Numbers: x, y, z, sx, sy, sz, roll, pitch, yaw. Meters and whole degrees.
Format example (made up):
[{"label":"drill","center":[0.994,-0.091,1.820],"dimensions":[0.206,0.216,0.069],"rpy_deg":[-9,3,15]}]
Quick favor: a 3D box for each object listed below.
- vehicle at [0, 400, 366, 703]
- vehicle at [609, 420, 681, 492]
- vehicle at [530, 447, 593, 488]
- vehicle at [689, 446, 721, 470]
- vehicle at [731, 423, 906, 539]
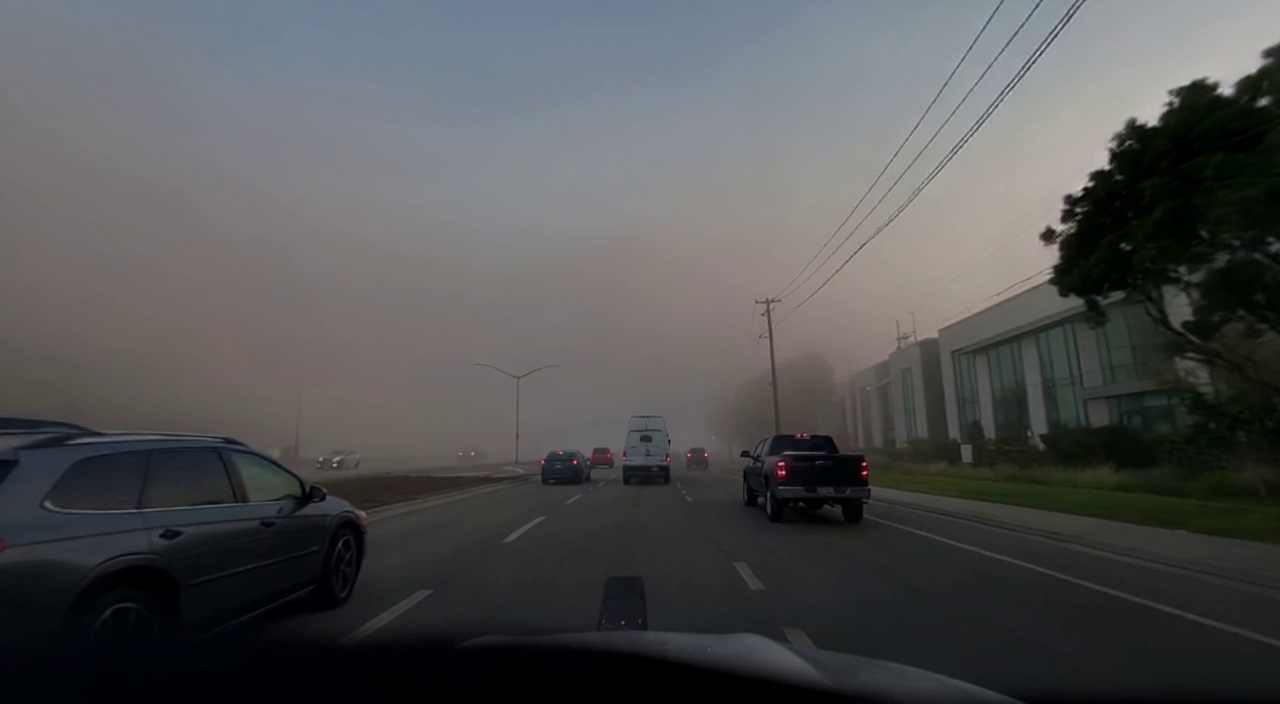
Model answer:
[{"label":"vehicle","center":[-3.608,1.242,4.025],"dimensions":[1.934,1.643,3.718],"rpy_deg":[0,-9,1]},{"label":"vehicle","center":[0.322,3.969,24.244],"dimensions":[2.457,2.440,5.486],"rpy_deg":[0,-9,3]},{"label":"vehicle","center":[-3.268,4.885,26.958],"dimensions":[1.984,1.567,4.311],"rpy_deg":[0,-9,2]},{"label":"vehicle","center":[4.721,7.787,46.262],"dimensions":[2.092,1.696,4.218],"rpy_deg":[0,-9,2]},{"label":"vehicle","center":[3.313,2.497,12.809],"dimensions":[2.283,1.923,4.427],"rpy_deg":[0,-8,0]}]
